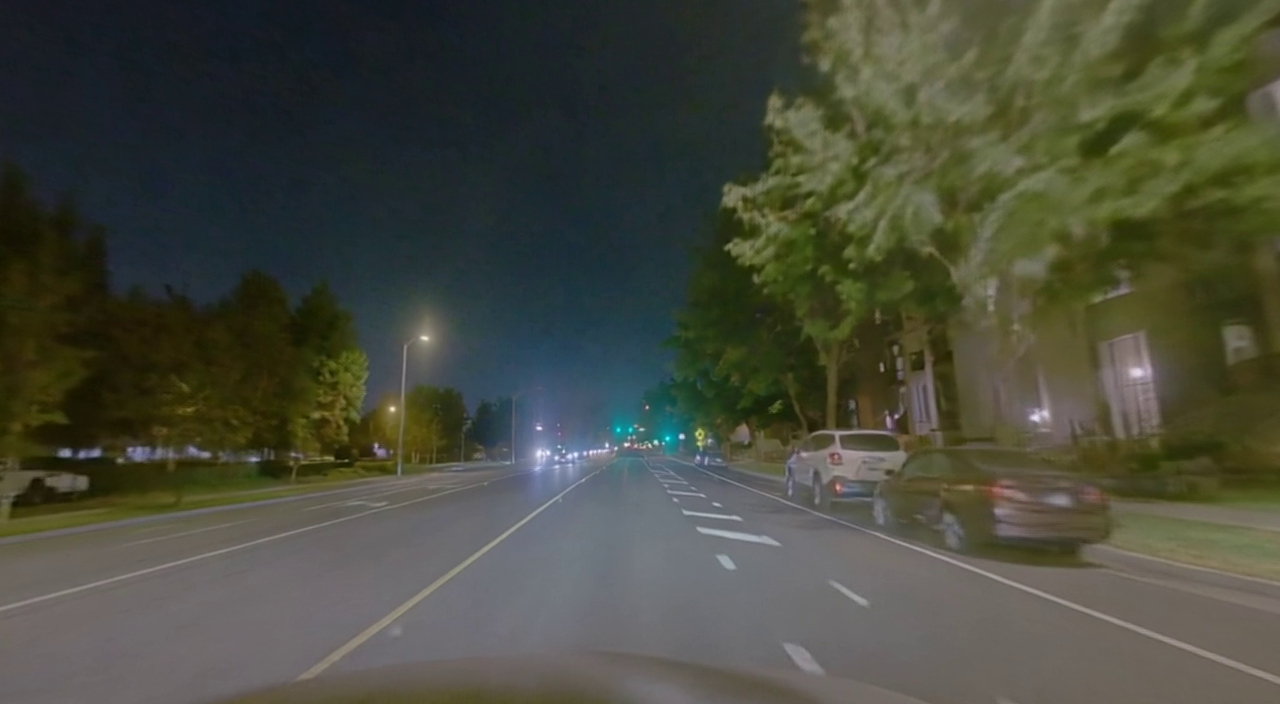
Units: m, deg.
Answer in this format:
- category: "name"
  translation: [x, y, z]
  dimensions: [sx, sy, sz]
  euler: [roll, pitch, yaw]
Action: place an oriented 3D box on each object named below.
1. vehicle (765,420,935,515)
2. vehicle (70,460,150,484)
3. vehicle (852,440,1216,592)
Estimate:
- category: "vehicle"
  translation: [4.632, 2.643, 14.992]
  dimensions: [2.115, 1.843, 5.141]
  euler: [0, -8, -2]
- category: "vehicle"
  translation: [-36.017, 8.134, 43.093]
  dimensions: [3.854, 1.476, 1.842]
  euler: [5, -10, -32]
- category: "vehicle"
  translation: [4.497, 1.885, 8.220]
  dimensions: [1.935, 1.433, 4.241]
  euler: [0, -8, -1]
